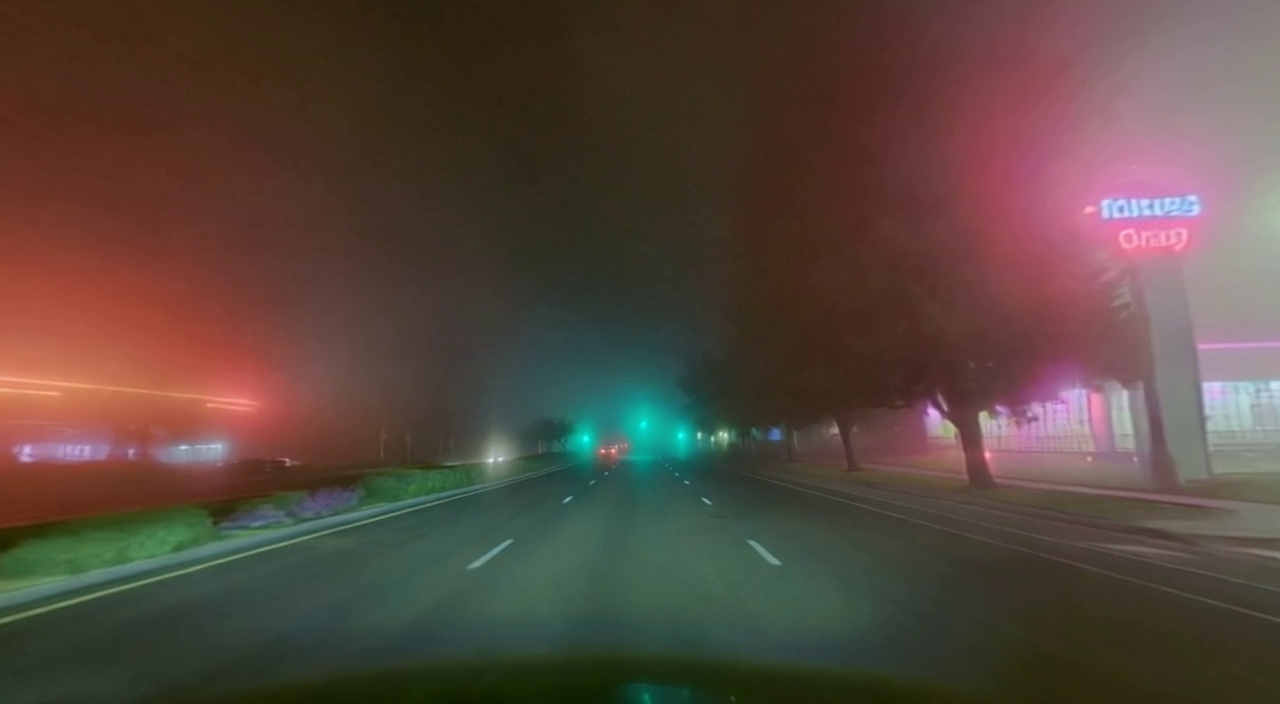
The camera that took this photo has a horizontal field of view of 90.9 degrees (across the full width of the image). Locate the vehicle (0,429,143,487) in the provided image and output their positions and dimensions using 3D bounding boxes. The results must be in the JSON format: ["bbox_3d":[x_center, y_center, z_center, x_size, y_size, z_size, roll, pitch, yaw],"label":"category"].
[{"bbox_3d":[-29.565,5.442,32.408,5.890,2.815,2.228,0,-8,-2],"label":"vehicle"}]

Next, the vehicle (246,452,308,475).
[{"bbox_3d":[-26.163,8.027,45.585,1.850,1.477,4.492,0,-8,0],"label":"vehicle"}]
